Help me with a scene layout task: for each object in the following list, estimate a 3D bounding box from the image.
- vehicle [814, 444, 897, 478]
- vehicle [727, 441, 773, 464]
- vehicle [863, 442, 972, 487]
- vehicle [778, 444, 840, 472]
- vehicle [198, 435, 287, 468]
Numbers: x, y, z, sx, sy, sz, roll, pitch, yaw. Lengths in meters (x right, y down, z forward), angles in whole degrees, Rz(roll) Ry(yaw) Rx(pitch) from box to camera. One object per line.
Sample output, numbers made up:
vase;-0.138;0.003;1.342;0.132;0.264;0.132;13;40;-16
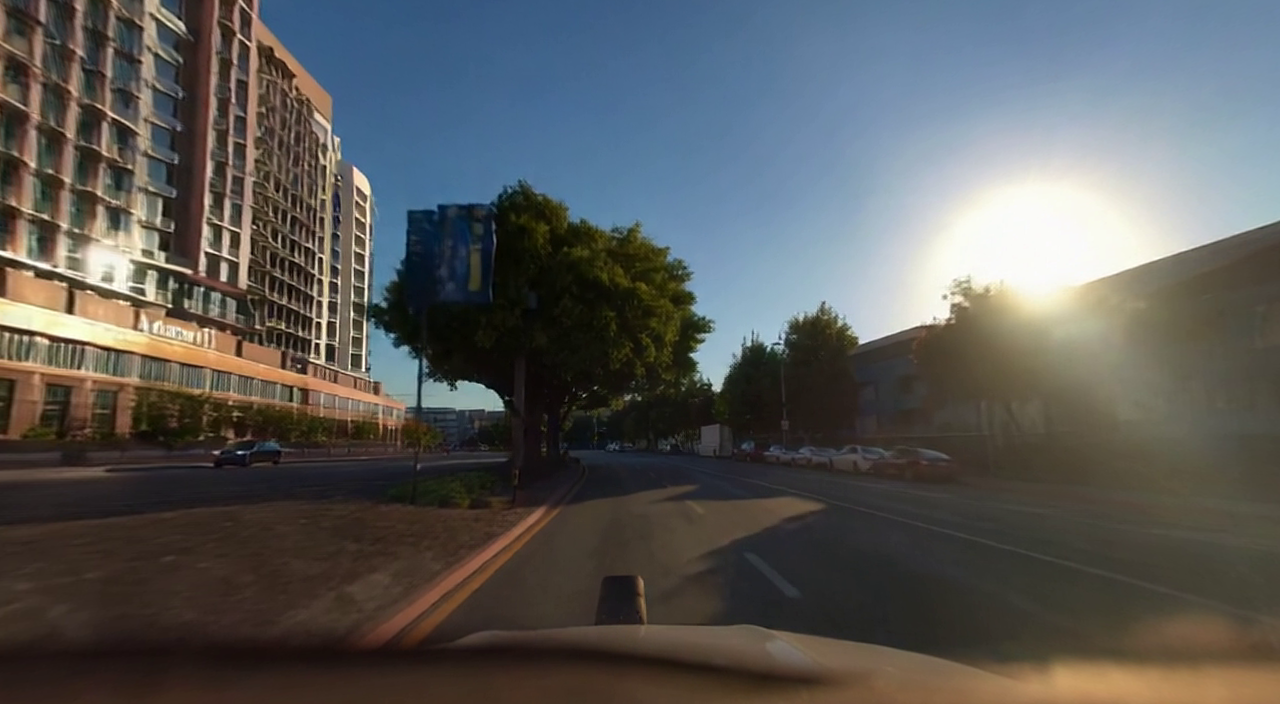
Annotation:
vehicle;10.119;5.163;30.129;1.838;1.466;4.704;1;-9;-6
vehicle;8.462;7.829;49.261;2.050;1.699;5.584;1;-9;-6
vehicle;10.366;4.205;23.996;1.907;1.524;4.381;0;-9;-4
vehicle;9.582;6.043;36.162;1.895;1.467;4.885;0;-9;-4
vehicle;-19.643;4.901;31.432;1.938;1.524;4.107;1;-8;-4
